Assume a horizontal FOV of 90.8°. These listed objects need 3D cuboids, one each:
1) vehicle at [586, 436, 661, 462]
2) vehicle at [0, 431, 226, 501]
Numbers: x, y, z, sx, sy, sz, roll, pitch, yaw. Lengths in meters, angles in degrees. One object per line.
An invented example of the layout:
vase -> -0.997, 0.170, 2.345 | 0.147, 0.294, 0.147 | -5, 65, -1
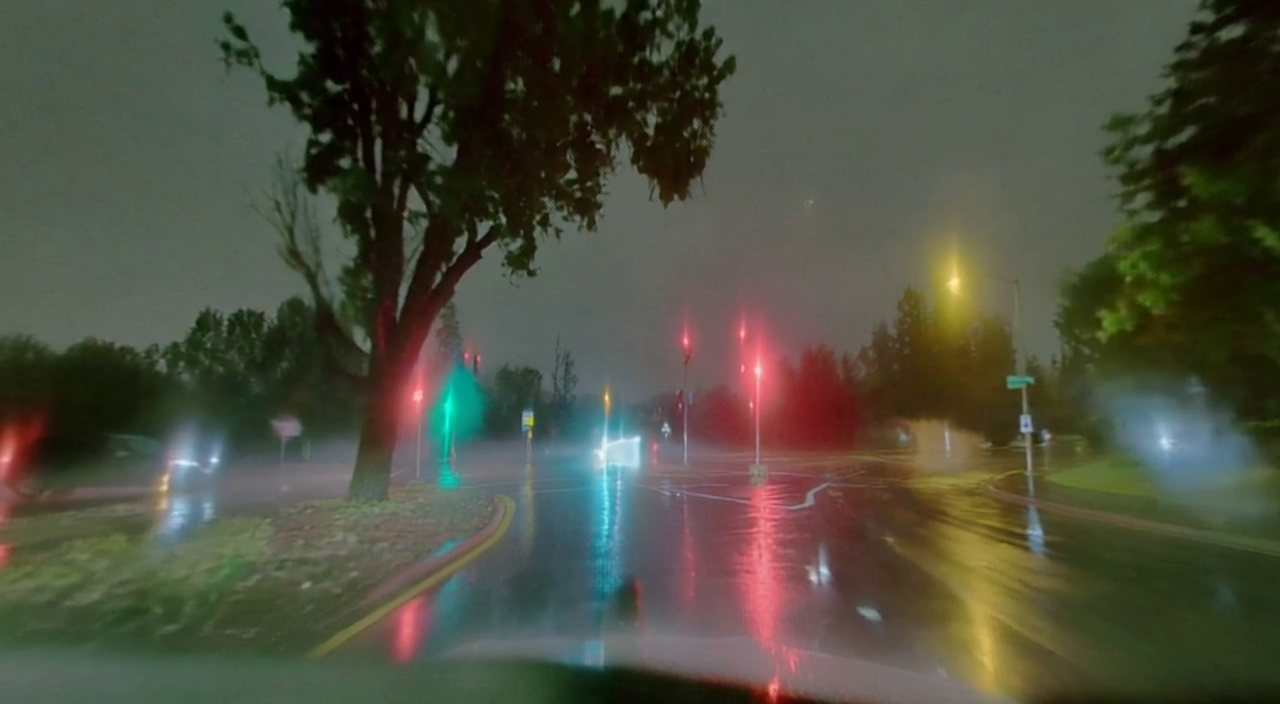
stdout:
vehicle -> -1.096, 6.470, 42.304 | 4.602, 1.667, 1.933 | 4, -10, -28
vehicle -> -13.678, 2.896, 16.437 | 4.545, 1.602, 2.014 | 4, -9, -27
